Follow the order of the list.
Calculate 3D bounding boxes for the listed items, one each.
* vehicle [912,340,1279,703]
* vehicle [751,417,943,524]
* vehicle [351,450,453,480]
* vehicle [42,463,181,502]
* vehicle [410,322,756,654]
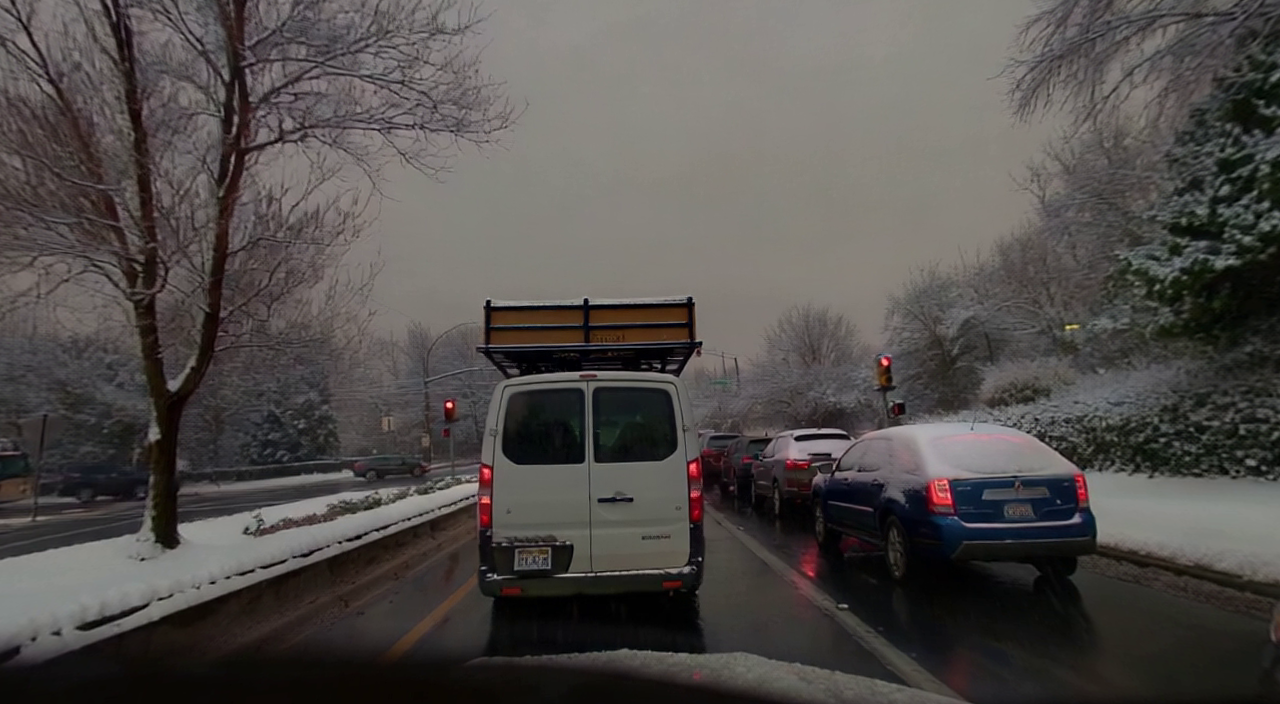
[{"bbox_3d":[3.464,0.936,3.413,1.965,1.671,4.146,0,-9,-3],"label":"vehicle"},{"bbox_3d":[3.703,2.214,12.287,2.024,1.692,4.252,1,-9,-4],"label":"vehicle"},{"bbox_3d":[-12.560,5.945,33.425,4.708,1.474,1.871,5,-10,-30],"label":"vehicle"},{"bbox_3d":[-24.267,5.982,29.174,4.501,1.613,1.852,1,-9,-8],"label":"vehicle"},{"bbox_3d":[-0.360,1.154,6.197,2.145,2.089,4.309,0,-9,0],"label":"vehicle"}]
